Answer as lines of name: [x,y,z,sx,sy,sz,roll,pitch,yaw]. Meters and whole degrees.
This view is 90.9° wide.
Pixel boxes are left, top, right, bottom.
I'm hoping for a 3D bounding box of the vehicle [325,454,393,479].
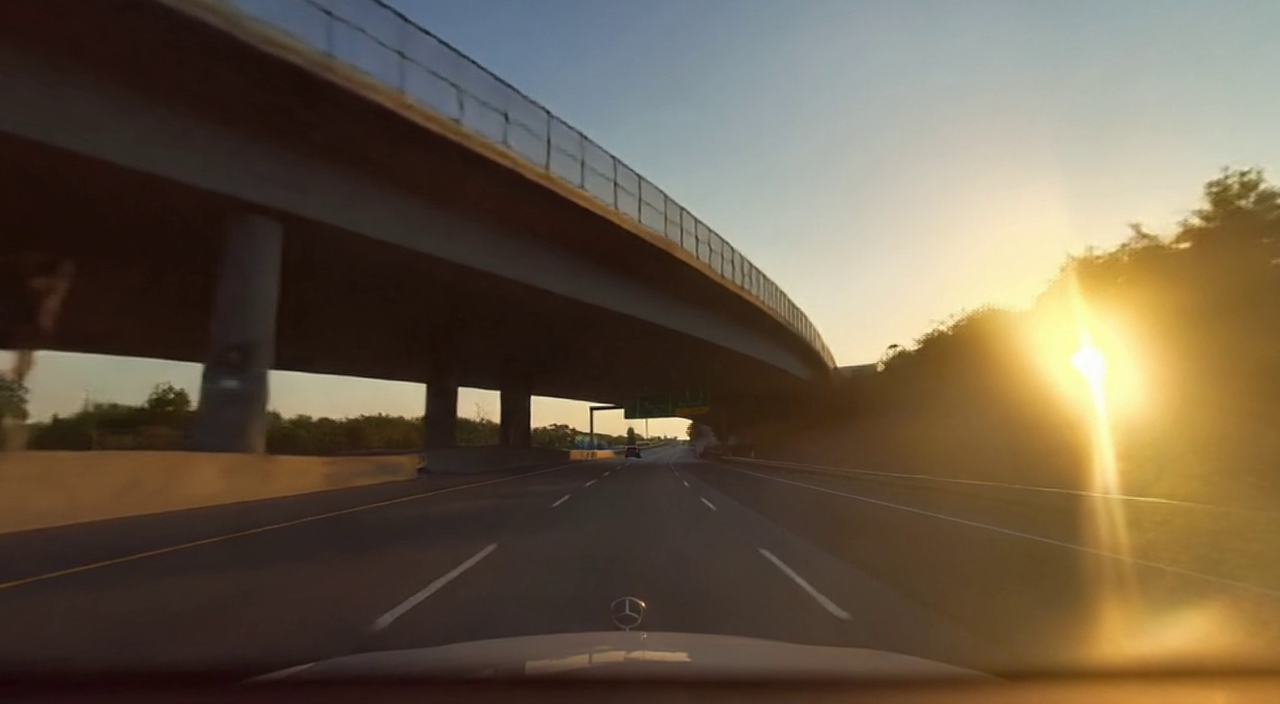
vehicle: [-17.469,7.114,39.398,2.086,1.437,4.431,0,-9,2]
